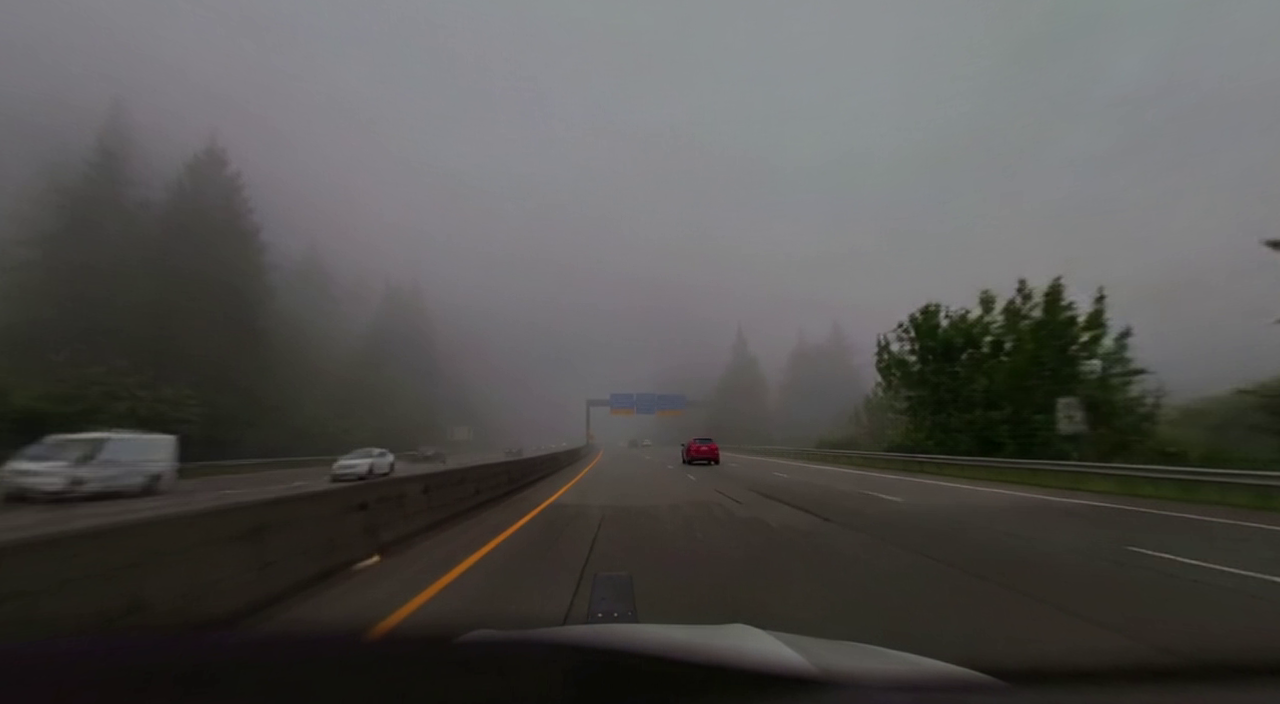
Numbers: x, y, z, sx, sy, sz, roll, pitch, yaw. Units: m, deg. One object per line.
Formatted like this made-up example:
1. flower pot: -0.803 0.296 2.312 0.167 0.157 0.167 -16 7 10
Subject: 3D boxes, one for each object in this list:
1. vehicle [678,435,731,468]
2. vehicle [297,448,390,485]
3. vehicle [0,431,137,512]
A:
1. vehicle: 3.139 4.922 31.504 1.958 1.526 4.227 1 -8 -3
2. vehicle: -13.067 5.043 28.155 1.944 1.446 4.786 0 -8 -2
3. vehicle: -16.874 3.207 17.486 2.003 1.981 4.635 0 -8 -1
